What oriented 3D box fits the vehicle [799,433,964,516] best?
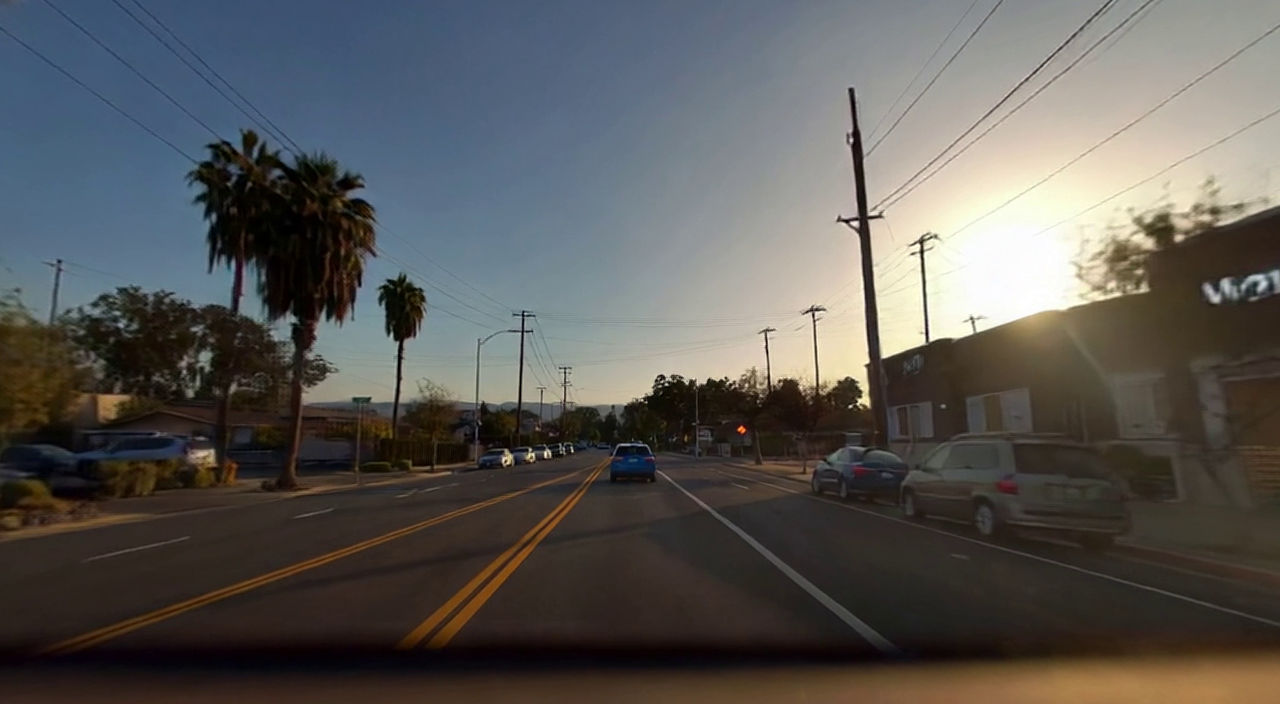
[{"bbox_3d":[5.965,3.075,16.444,2.153,1.801,5.163,0,-9,-1],"label":"vehicle"}]

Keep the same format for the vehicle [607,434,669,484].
[{"bbox_3d":[-0.113,4.207,25.055,2.264,1.798,4.563,0,-9,-1],"label":"vehicle"}]

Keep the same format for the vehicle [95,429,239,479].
[{"bbox_3d":[-17.537,3.805,23.717,2.084,1.678,4.707,1,-9,-6],"label":"vehicle"}]

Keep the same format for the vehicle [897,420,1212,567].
[{"bbox_3d":[6.042,2.084,10.049,1.945,1.791,4.460,0,-9,0],"label":"vehicle"}]

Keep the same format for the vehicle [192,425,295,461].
[{"bbox_3d":[-20.838,4.769,33.195,1.911,1.762,4.127,-8,-11,43],"label":"vehicle"}]

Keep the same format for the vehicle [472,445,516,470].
[{"bbox_3d":[-10.404,7.533,45.168,2.075,1.693,4.696,0,-9,-1],"label":"vehicle"}]

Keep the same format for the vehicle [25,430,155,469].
[{"bbox_3d":[-22.842,4.076,26.402,1.829,1.492,4.487,1,-9,-8],"label":"vehicle"}]
